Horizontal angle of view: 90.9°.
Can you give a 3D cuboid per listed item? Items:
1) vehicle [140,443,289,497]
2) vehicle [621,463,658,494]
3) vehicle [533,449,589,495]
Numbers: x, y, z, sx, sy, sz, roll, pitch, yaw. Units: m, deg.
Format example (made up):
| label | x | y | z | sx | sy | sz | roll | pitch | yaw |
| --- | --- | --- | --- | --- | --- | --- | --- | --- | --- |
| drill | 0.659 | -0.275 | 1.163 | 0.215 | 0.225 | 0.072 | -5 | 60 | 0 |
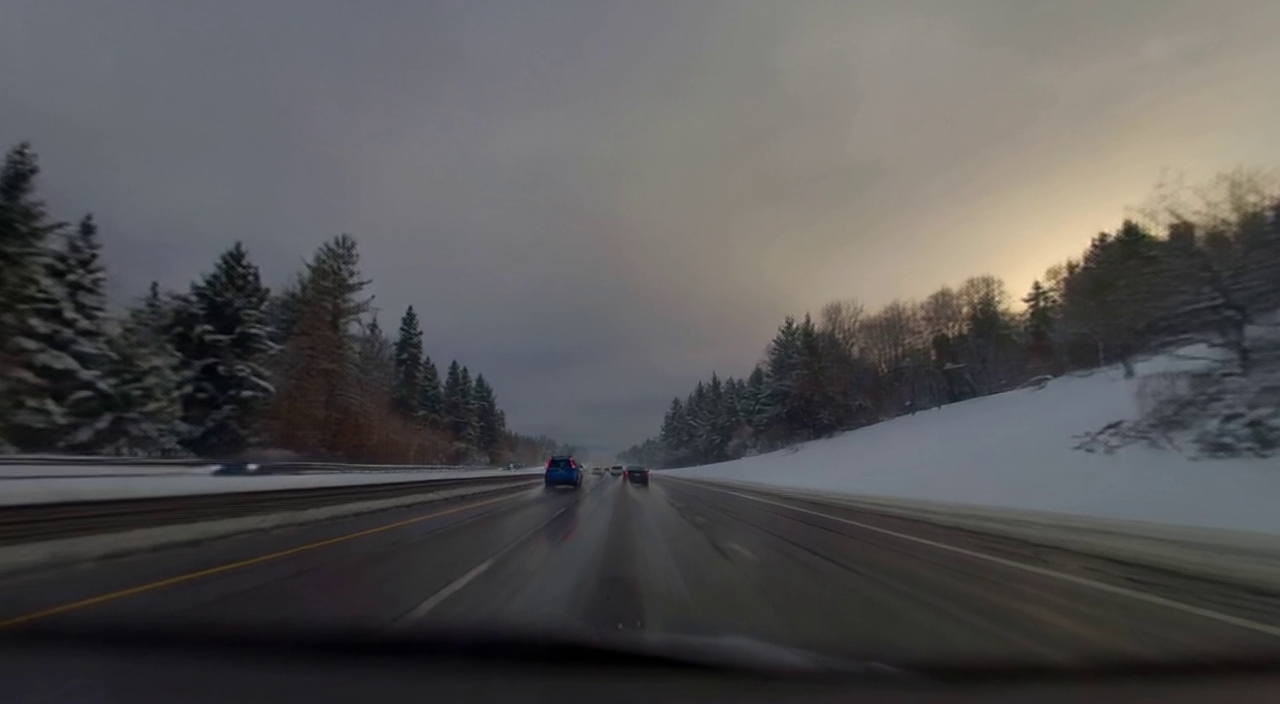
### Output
| label | x | y | z | sx | sy | sz | roll | pitch | yaw |
| --- | --- | --- | --- | --- | --- | --- | --- | --- | --- |
| vehicle | -13.149 | 3.715 | 19.841 | 1.804 | 1.485 | 4.152 | 1 | -10 | -1 |
| vehicle | -0.060 | 6.863 | 34.289 | 1.905 | 1.559 | 3.491 | 1 | -10 | -2 |
| vehicle | -3.971 | 6.211 | 32.702 | 2.237 | 2.113 | 4.815 | 1 | -10 | 0 |
